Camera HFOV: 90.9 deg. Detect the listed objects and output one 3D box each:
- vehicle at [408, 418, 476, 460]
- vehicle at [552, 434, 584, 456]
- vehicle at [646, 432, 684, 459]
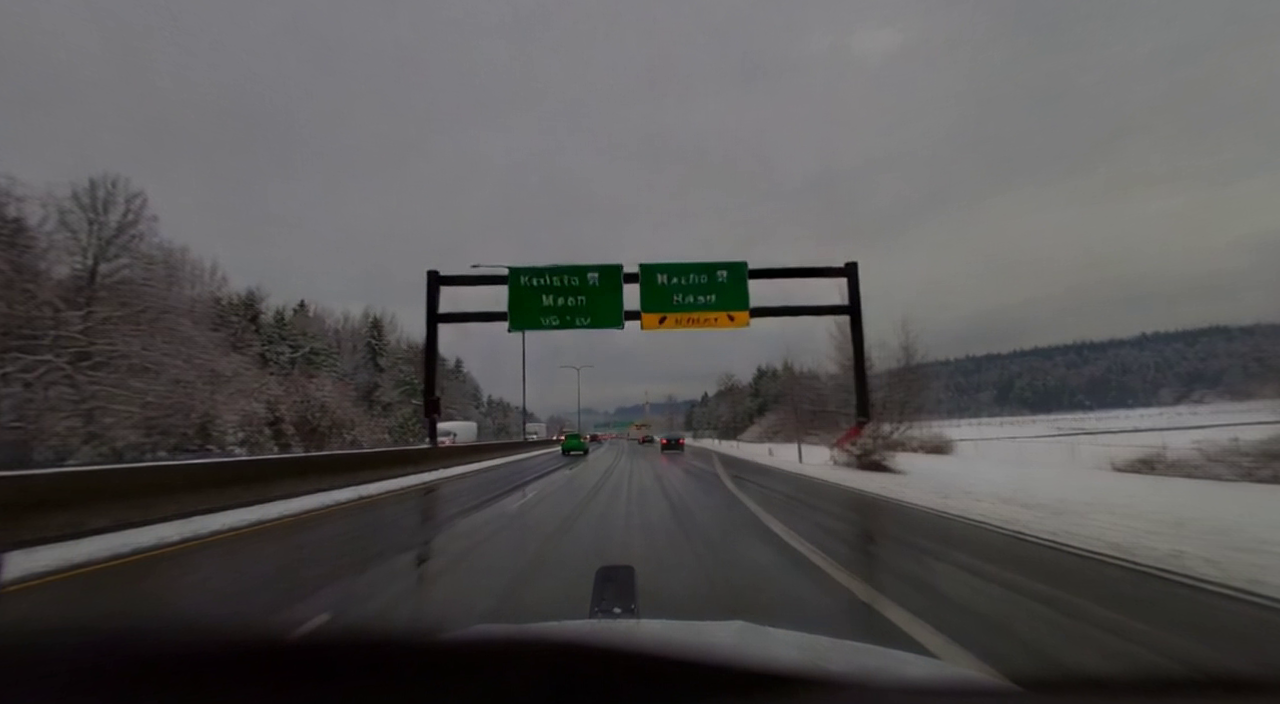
[{"bbox_3d":[-14.194,6.319,45.835,2.681,2.726,7.445,0,-8,-2],"label":"vehicle"},{"bbox_3d":[-5.215,6.816,46.233,1.959,1.514,3.668,0,-8,-1],"label":"vehicle"},{"bbox_3d":[1.460,5.613,37.988,2.139,1.561,4.060,0,-8,1],"label":"vehicle"}]
